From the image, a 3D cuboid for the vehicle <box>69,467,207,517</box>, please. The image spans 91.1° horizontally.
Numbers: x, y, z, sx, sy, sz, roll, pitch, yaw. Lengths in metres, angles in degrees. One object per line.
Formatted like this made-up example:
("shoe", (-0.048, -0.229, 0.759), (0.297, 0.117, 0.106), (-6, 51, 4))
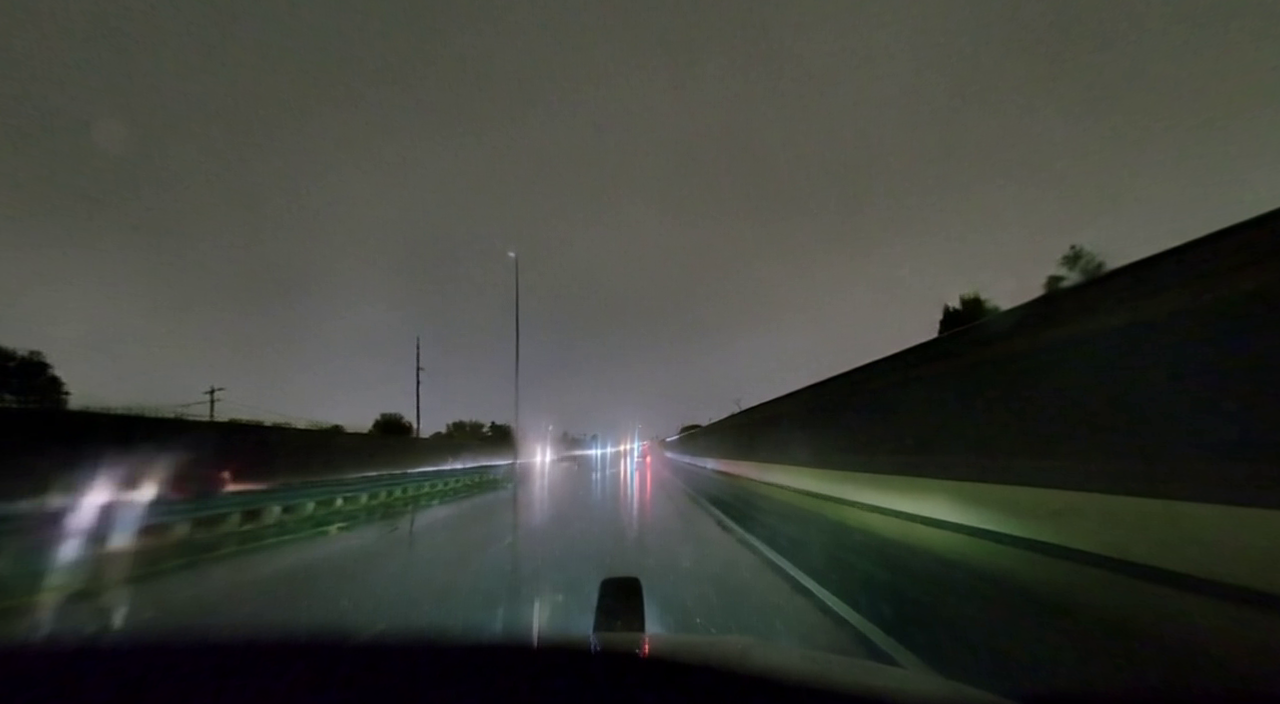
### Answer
("vehicle", (-16.930, 4.690, 21.444), (1.668, 1.418, 3.693), (0, -9, -1))
